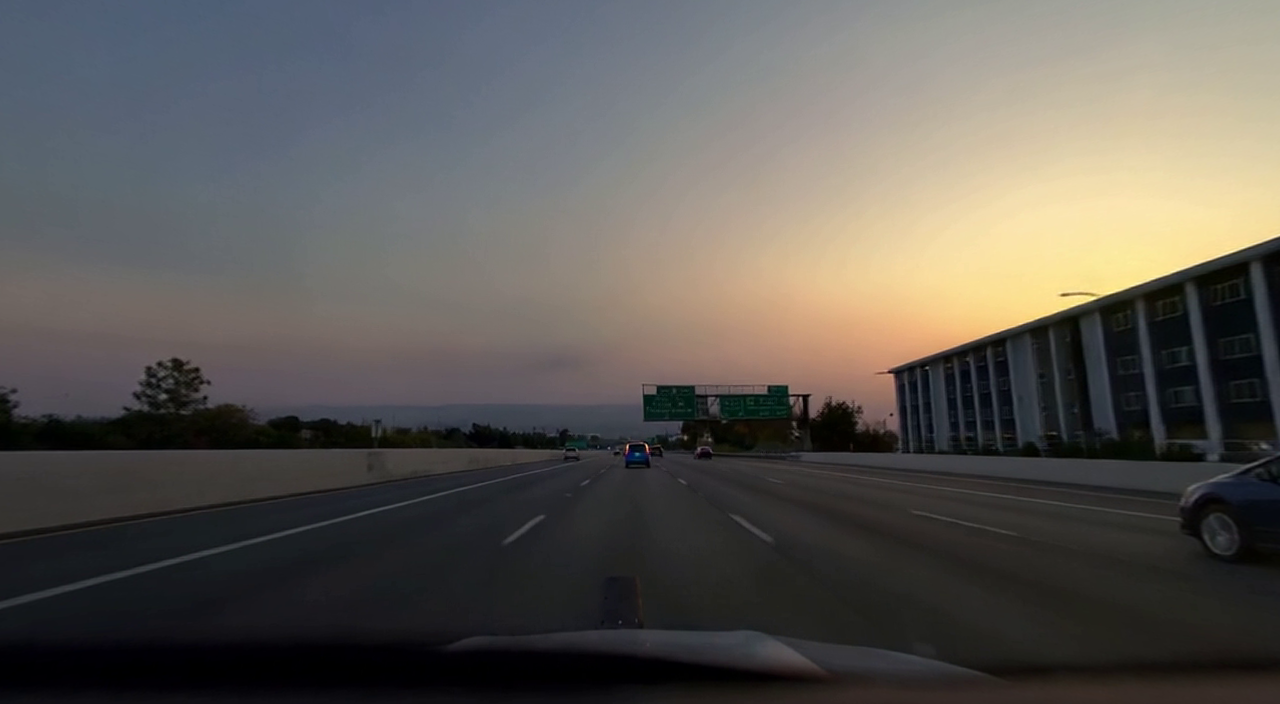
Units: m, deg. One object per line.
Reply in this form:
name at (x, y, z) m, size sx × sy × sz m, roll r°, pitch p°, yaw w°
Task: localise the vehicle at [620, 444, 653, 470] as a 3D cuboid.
vehicle at (-0.203, 6.683, 40.287) m, size 2.036 × 1.542 × 3.891 m, roll 0°, pitch -8°, yaw 0°
